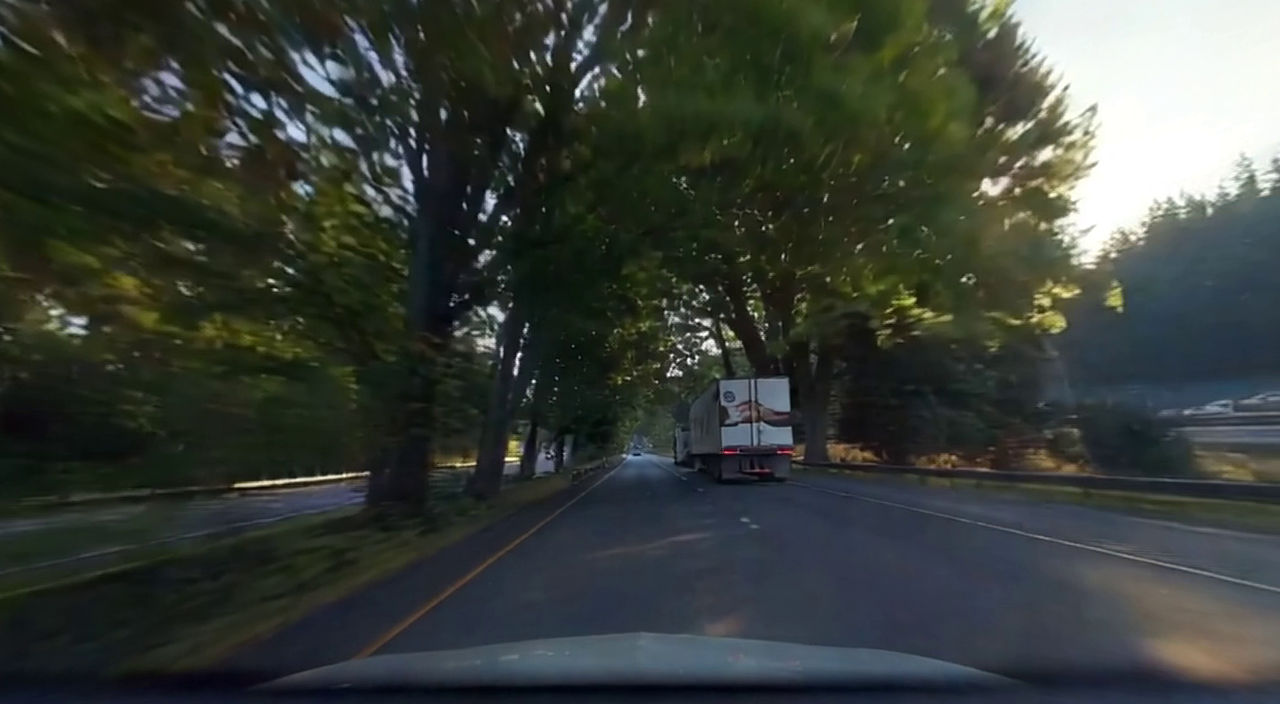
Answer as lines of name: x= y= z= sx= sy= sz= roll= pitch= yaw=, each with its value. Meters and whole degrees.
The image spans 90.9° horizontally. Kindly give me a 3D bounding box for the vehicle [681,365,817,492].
vehicle: x=3.740 y=3.369 z=26.144 sx=2.955 sy=3.825 sz=14.115 roll=0 pitch=-9 yaw=-1
